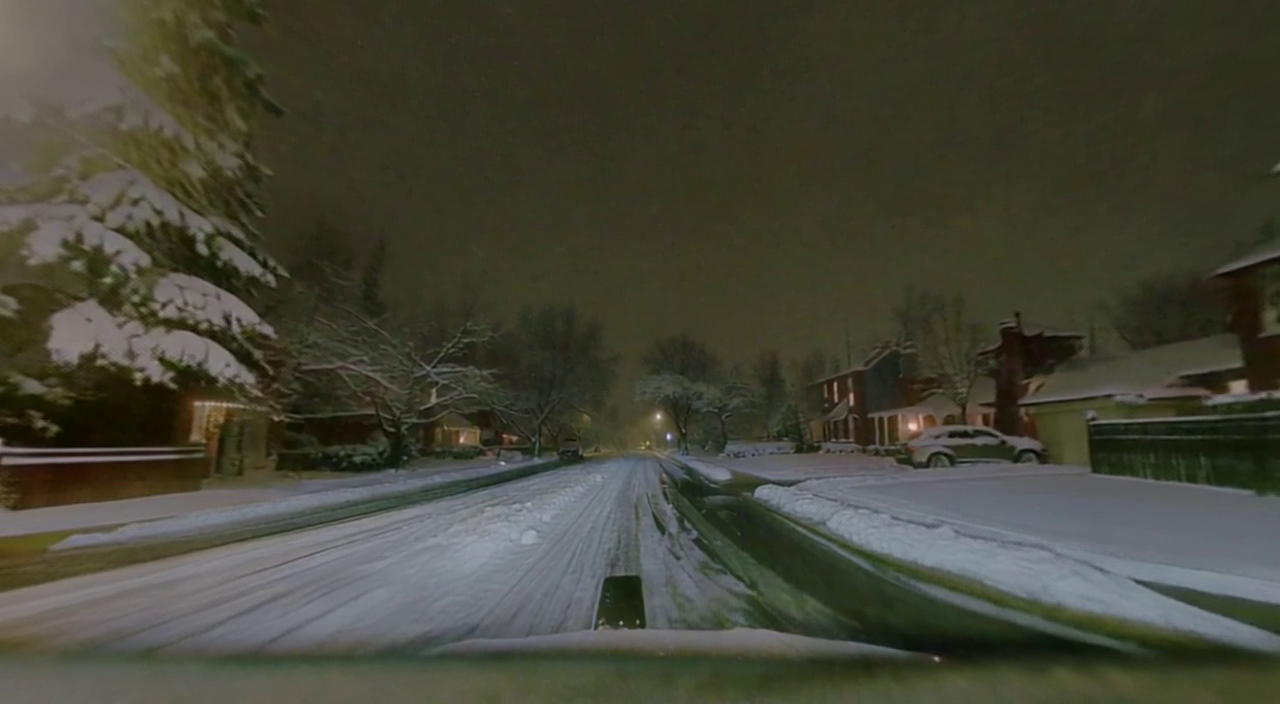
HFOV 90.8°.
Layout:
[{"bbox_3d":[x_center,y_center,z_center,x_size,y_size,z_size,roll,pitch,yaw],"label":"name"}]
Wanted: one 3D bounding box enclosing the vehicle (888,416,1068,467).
[{"bbox_3d":[11.240,3.025,21.311,4.894,1.616,1.965,0,-8,2],"label":"vehicle"}]
